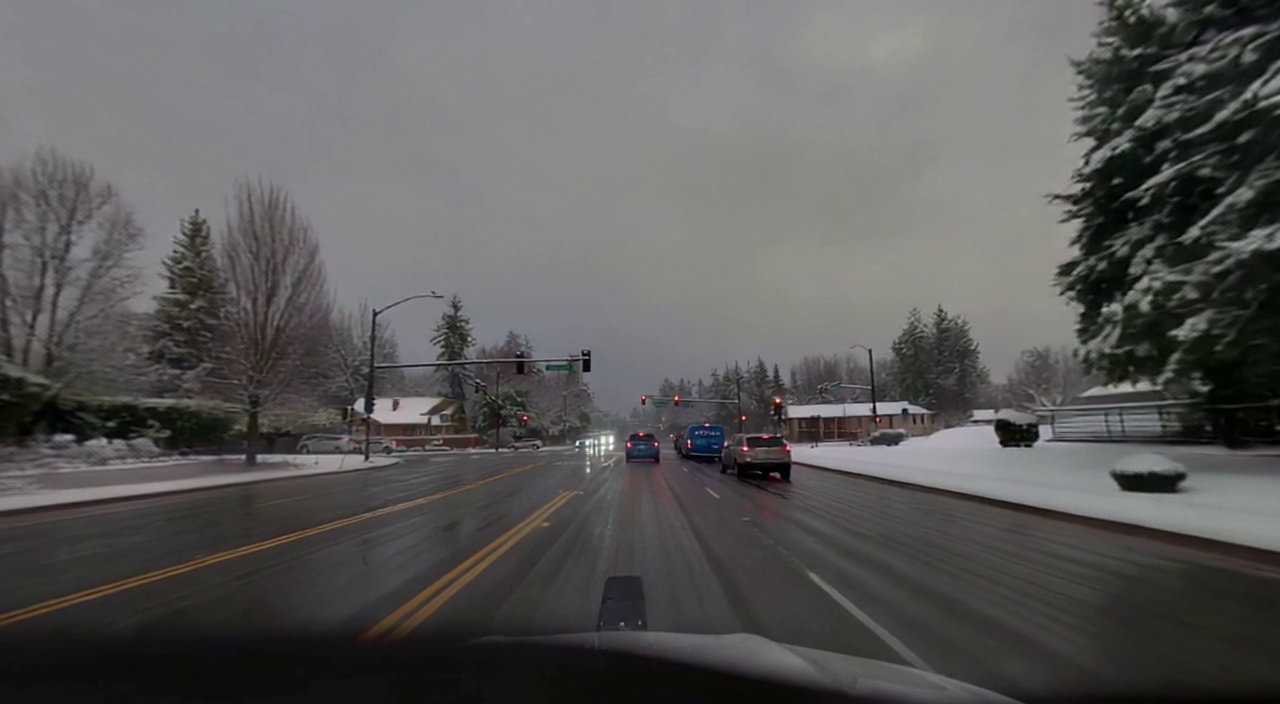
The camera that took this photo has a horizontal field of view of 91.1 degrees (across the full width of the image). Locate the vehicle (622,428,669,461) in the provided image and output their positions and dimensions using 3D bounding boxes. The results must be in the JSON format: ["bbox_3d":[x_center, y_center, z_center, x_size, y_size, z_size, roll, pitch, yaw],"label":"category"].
[{"bbox_3d":[0.328,4.849,33.004,2.321,1.624,4.367,0,-8,1],"label":"vehicle"}]

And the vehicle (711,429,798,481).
[{"bbox_3d":[3.588,3.333,20.534,1.934,1.506,4.544,0,-8,-1],"label":"vehicle"}]

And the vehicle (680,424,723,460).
[{"bbox_3d":[3.485,5.189,36.203,2.059,1.924,4.257,0,-8,0],"label":"vehicle"}]
